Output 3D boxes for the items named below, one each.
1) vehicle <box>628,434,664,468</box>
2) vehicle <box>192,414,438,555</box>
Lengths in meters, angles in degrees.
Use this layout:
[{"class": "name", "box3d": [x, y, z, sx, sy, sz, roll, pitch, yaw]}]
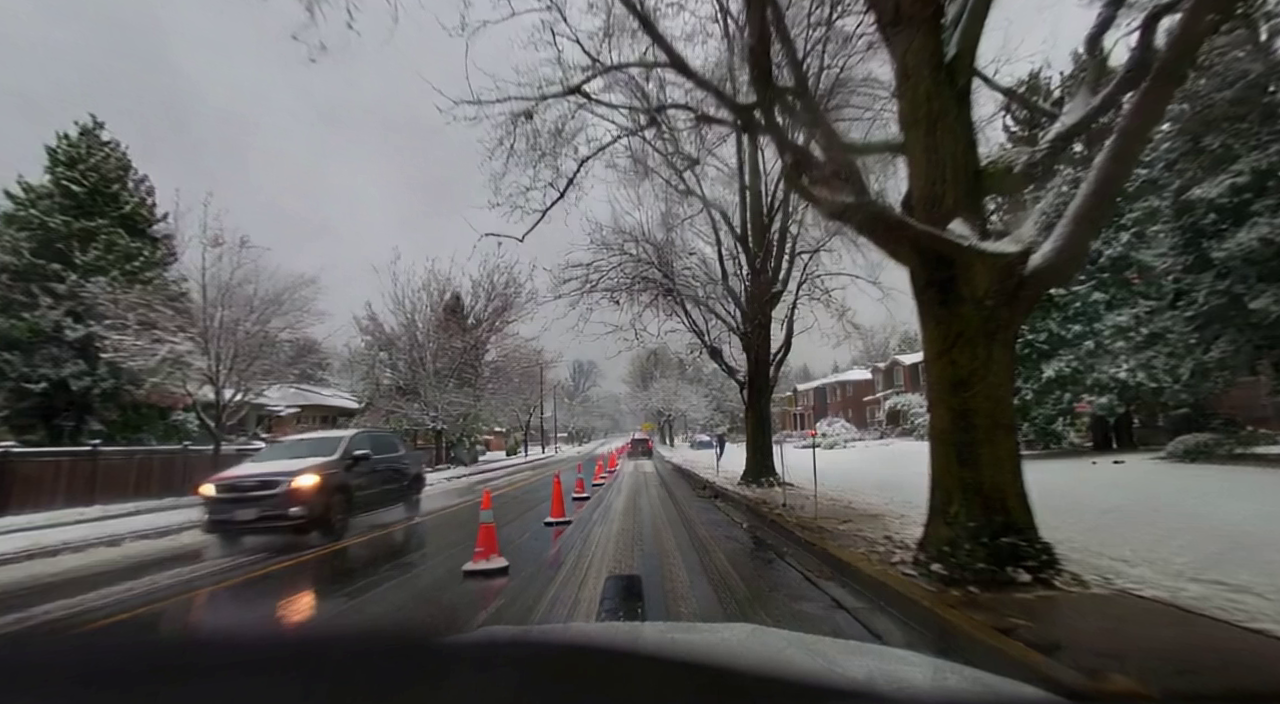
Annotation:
[{"class": "vehicle", "box3d": [0.335, 6.370, 40.691, 2.169, 2.015, 5.206, 0, -9, 0]}, {"class": "vehicle", "box3d": [-6.156, 2.553, 13.028, 2.131, 2.256, 5.381, 0, -9, 0]}]
